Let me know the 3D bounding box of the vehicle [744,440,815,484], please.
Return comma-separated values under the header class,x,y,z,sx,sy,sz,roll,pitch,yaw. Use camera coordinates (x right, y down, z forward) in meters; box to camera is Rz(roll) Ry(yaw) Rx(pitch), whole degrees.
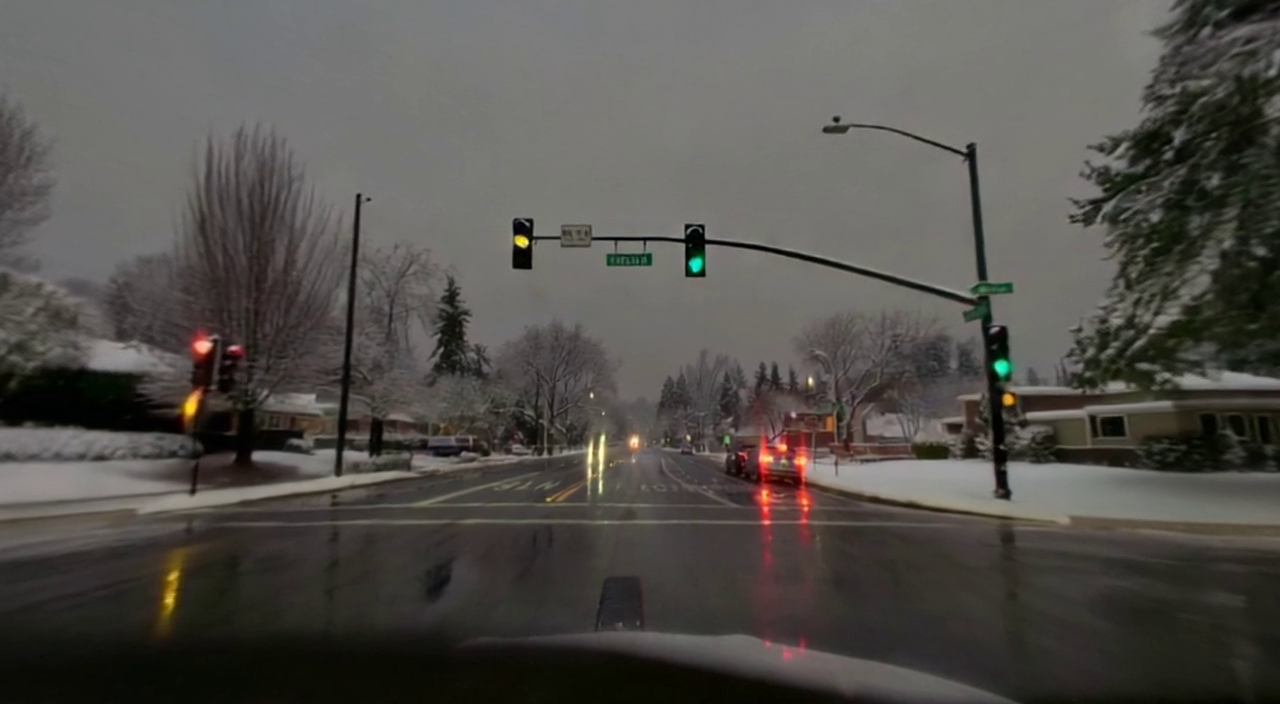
class,x,y,z,sx,sy,sz,roll,pitch,yaw
vehicle,5.502,4.383,25.513,1.891,1.611,4.269,0,-8,0
